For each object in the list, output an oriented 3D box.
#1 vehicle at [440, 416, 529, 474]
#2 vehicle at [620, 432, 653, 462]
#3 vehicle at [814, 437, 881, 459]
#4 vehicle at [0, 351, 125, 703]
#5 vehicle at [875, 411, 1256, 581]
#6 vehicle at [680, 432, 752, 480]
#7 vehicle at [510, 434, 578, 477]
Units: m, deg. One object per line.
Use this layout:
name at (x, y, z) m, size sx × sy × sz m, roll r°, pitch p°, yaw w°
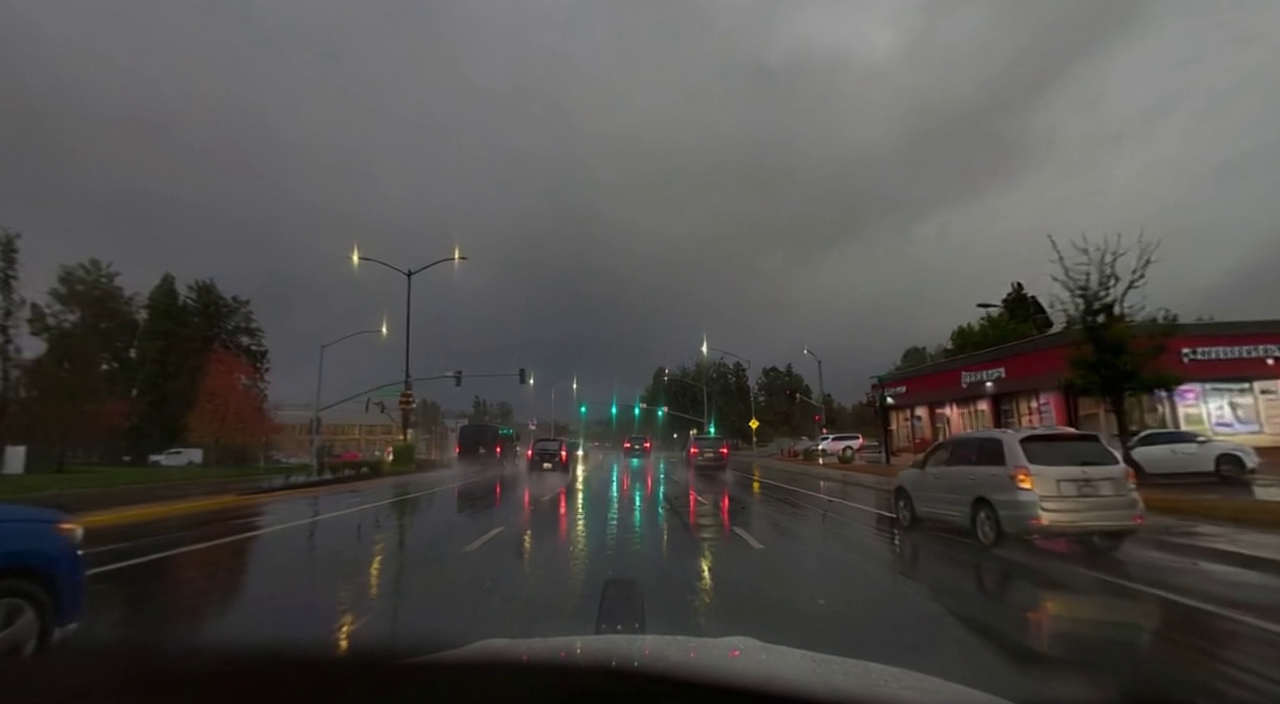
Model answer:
vehicle at (-7.577, 4.687, 31.574) m, size 2.863 × 2.592 × 6.410 m, roll 0°, pitch -9°, yaw -1°
vehicle at (-0.308, 7.154, 47.367) m, size 2.299 × 2.104 × 5.207 m, roll 0°, pitch -9°, yaw -2°
vehicle at (15.154, 7.029, 46.063) m, size 4.149 × 1.524 × 1.993 m, roll 0°, pitch -9°, yaw -1°
vehicle at (-4.053, 0.646, 1.481) m, size 2.038 × 1.748 × 4.303 m, roll 0°, pitch -9°, yaw -1°
vehicle at (5.037, 1.756, 8.455) m, size 2.080 × 1.661 × 4.324 m, roll 0°, pitch -9°, yaw 0°
vehicle at (2.989, 4.249, 25.919) m, size 2.167 × 1.792 × 4.835 m, roll 1°, pitch -9°, yaw -2°
vehicle at (-4.030, 4.470, 27.380) m, size 2.133 × 1.677 × 4.727 m, roll 0°, pitch -9°, yaw 1°
